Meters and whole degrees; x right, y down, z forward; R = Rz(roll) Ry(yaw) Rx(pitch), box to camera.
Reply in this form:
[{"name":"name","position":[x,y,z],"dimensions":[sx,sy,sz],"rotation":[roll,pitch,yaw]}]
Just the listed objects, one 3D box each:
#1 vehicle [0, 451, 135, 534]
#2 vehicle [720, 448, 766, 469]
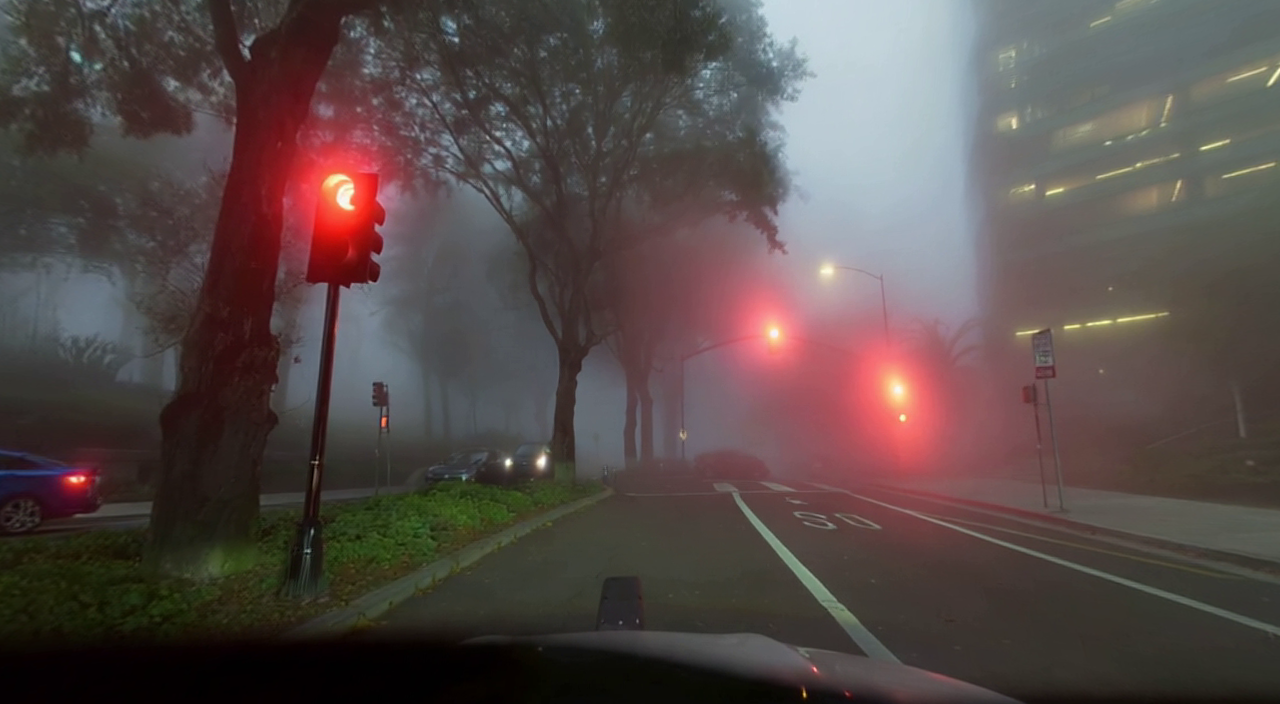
[{"name":"vehicle","position":[-12.859,2.711,12.268],"dimensions":[4.598,1.490,1.816],"rotation":[7,-11,-40]},{"name":"vehicle","position":[7.857,8.120,48.414],"dimensions":[1.829,1.440,4.384],"rotation":[2,-9,-14]}]
